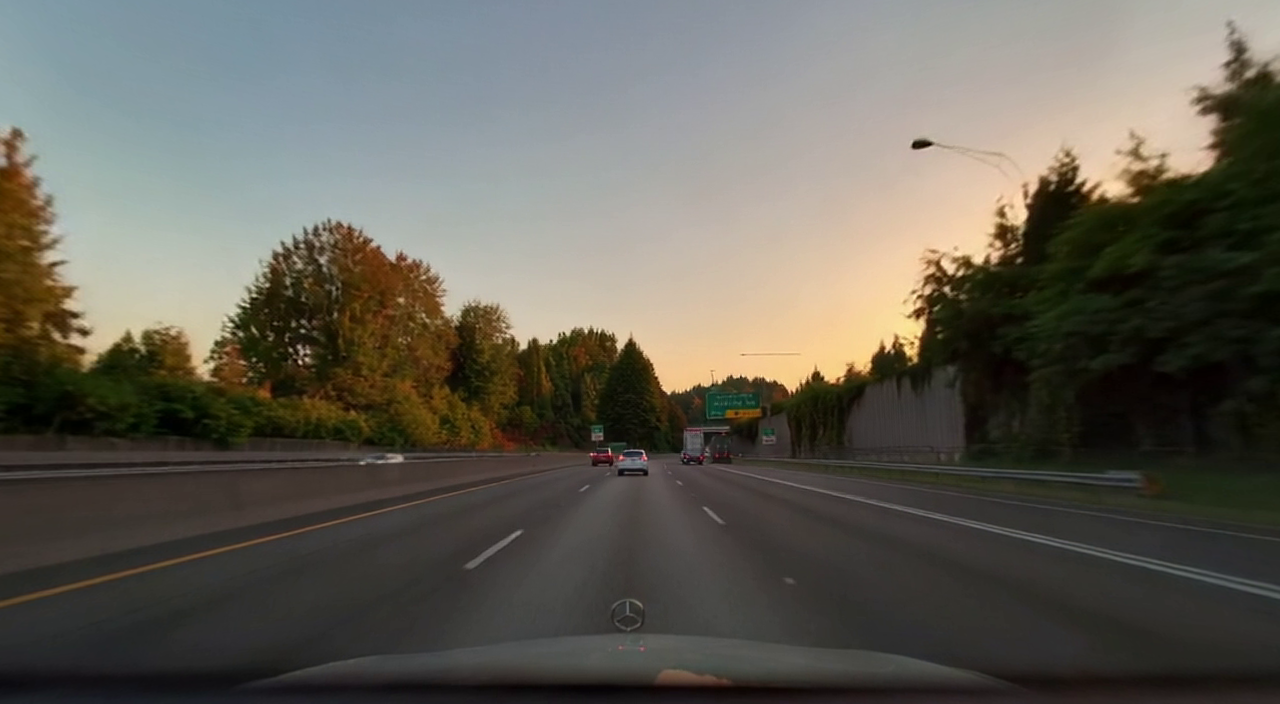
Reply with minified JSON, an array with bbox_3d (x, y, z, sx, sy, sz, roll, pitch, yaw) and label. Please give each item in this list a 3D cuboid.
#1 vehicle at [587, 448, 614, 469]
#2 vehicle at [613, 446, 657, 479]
[{"bbox_3d":[-3.078,8.430,49.991,1.874,1.555,3.487,0,-9,1],"label":"vehicle"},{"bbox_3d":[-0.208,5.527,31.671,2.035,1.513,4.272,0,-9,1],"label":"vehicle"}]
